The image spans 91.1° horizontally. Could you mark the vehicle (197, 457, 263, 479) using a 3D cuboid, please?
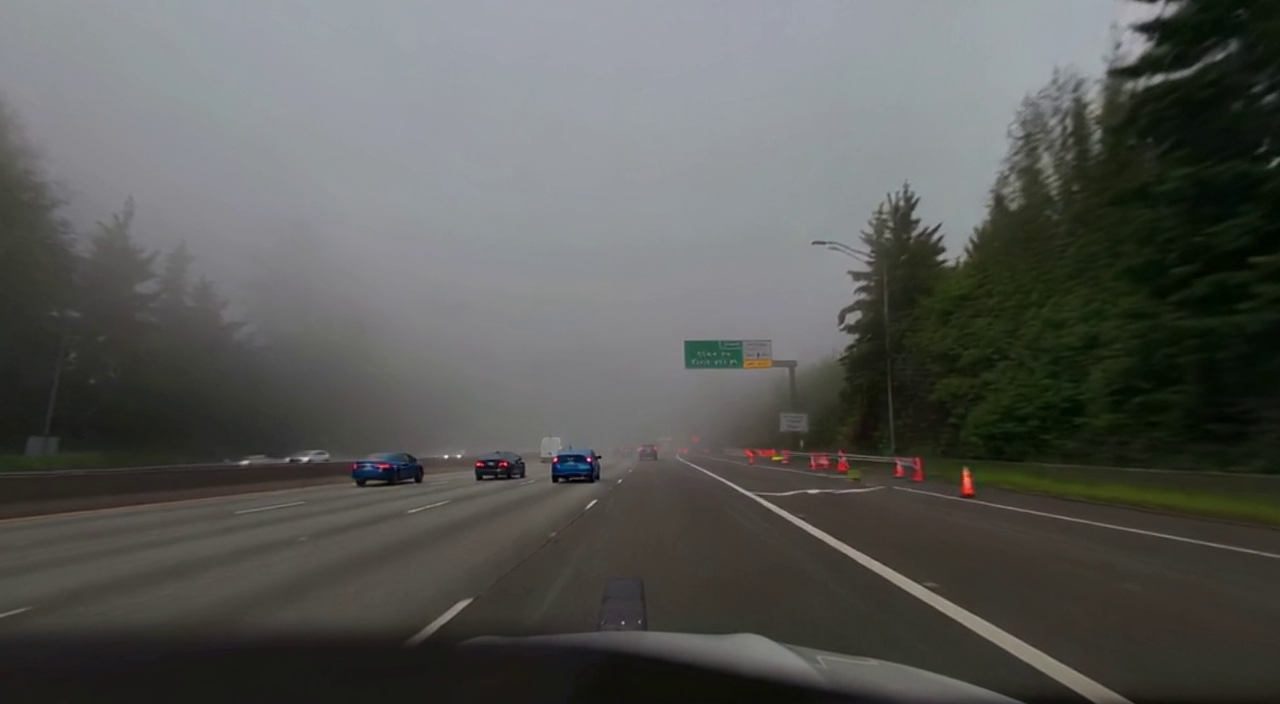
[{"bbox_3d":[-31.327,8.871,48.108,1.892,1.484,4.584,0,-9,0],"label":"vehicle"}]

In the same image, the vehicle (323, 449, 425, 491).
[{"bbox_3d":[-10.399,4.608,24.974,1.946,1.472,4.472,0,-9,2],"label":"vehicle"}]

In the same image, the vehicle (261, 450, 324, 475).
[{"bbox_3d":[-27.120,8.616,49.221,2.072,1.875,4.825,0,-9,1],"label":"vehicle"}]

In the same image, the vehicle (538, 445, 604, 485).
[{"bbox_3d":[-2.686,4.515,25.538,1.963,1.462,4.681,0,-9,2],"label":"vehicle"}]

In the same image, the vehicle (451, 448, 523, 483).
[{"bbox_3d":[-6.813,5.086,28.476,1.951,1.439,4.633,0,-9,2],"label":"vehicle"}]
